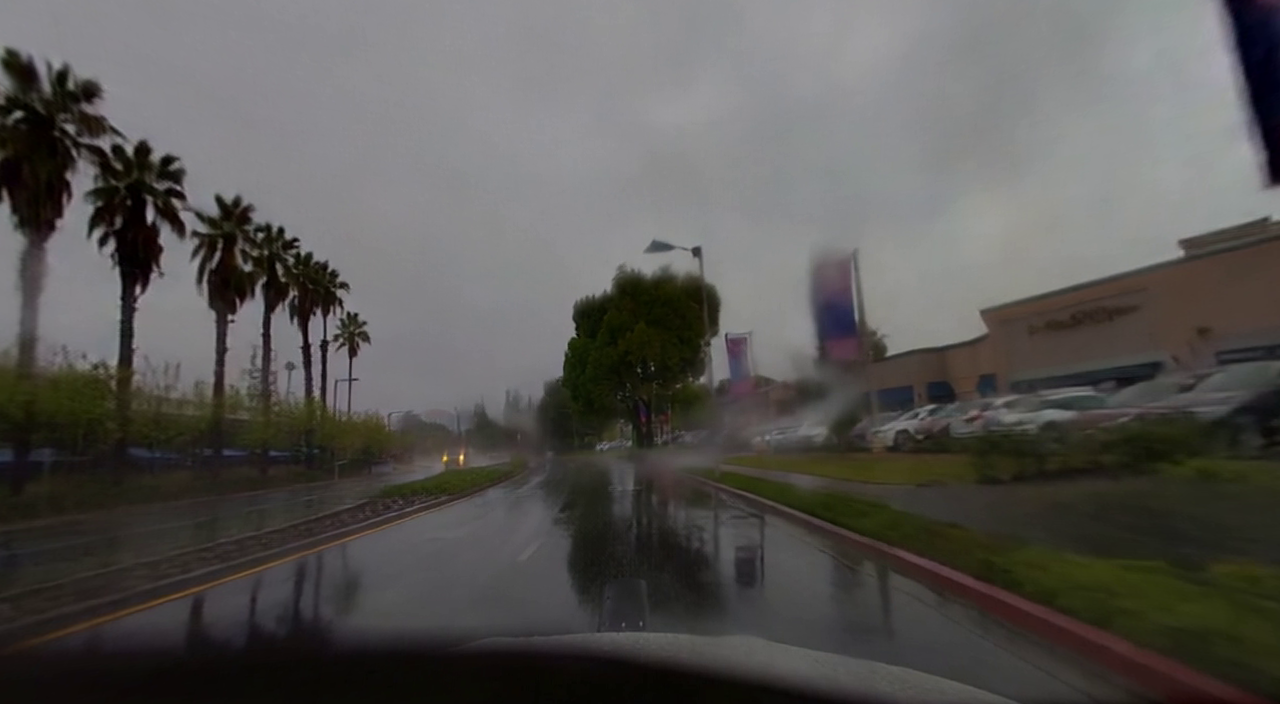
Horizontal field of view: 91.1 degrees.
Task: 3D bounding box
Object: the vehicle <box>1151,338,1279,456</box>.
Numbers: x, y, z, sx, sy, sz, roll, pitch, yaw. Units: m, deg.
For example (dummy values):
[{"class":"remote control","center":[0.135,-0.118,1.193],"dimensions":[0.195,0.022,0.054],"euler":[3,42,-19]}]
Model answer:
[{"class":"vehicle","center":[11.138,0.548,9.922],"dimensions":[3.942,1.660,2.263],"euler":[-7,-8,2]}]
